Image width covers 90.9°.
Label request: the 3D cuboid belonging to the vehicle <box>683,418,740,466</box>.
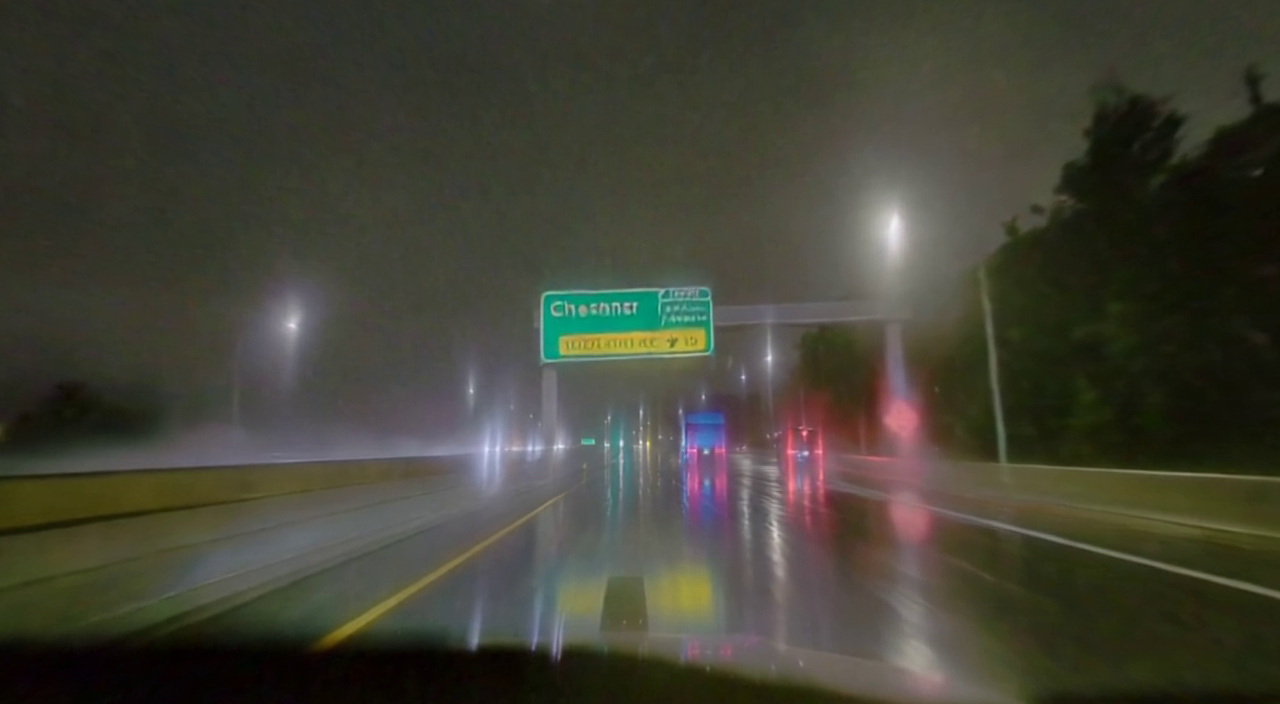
[{"bbox_3d":[4.009,5.249,36.793,2.430,2.495,6.062,1,-8,-2],"label":"vehicle"}]
